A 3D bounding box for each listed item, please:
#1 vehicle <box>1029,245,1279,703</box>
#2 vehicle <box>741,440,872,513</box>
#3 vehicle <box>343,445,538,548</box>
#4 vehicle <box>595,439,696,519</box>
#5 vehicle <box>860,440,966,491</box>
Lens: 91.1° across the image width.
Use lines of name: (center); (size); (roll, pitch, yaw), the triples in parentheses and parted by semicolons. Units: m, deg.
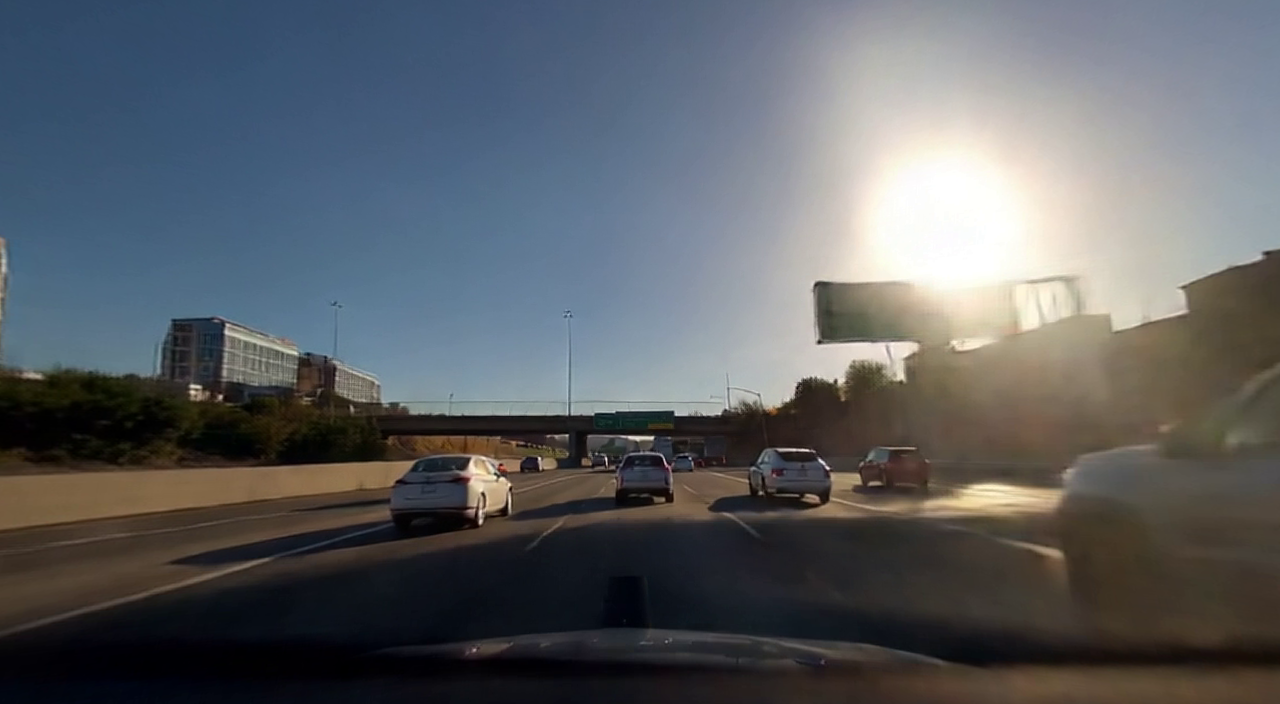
vehicle: (3.909, 0.403, 1.045); (2.732, 2.065, 5.826); (0, -9, 0)
vehicle: (4.145, 3.168, 16.502); (2.210, 1.625, 4.249); (0, -9, -1)
vehicle: (-3.349, 2.497, 11.697); (2.011, 1.510, 4.698); (0, -9, 1)
vehicle: (0.130, 2.956, 15.198); (2.099, 1.640, 4.134); (0, -9, 1)
vehicle: (10.566, 4.406, 24.749); (2.133, 1.770, 4.537); (0, -9, 0)
